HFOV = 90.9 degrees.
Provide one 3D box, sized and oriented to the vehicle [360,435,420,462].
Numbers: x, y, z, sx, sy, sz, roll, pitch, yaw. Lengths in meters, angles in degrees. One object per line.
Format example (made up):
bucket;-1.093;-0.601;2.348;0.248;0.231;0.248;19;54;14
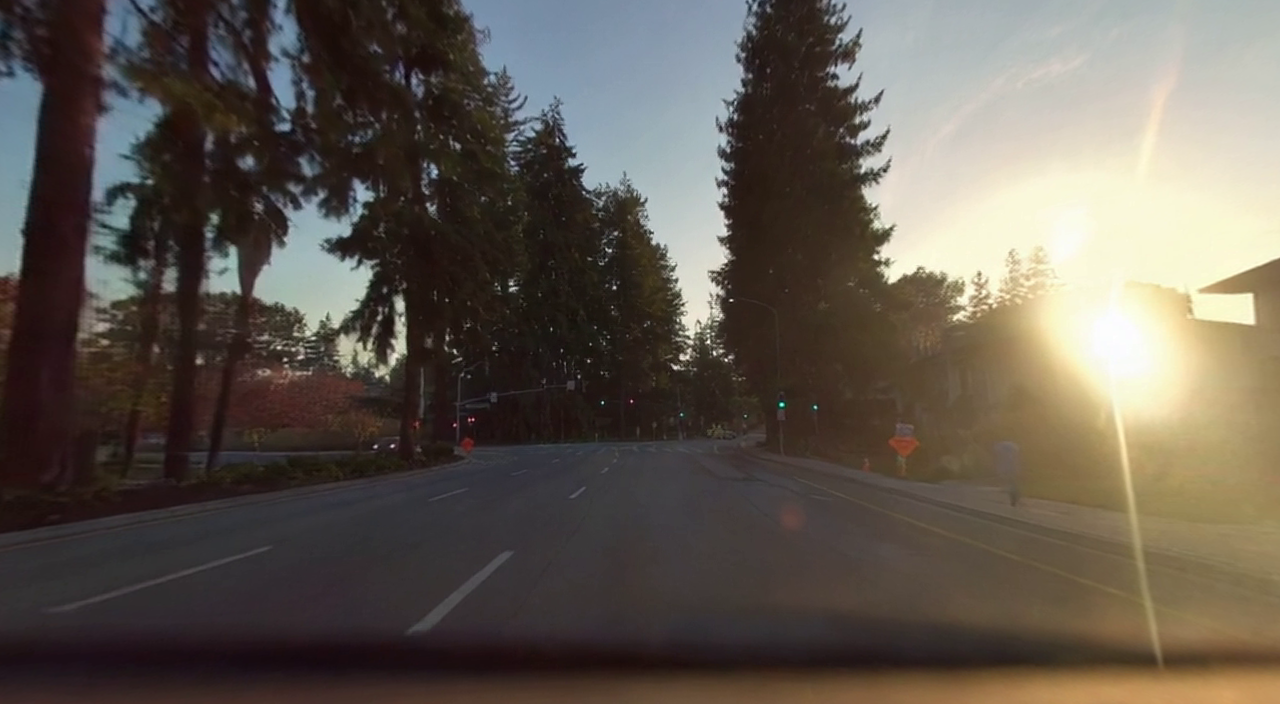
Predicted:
vehicle;-16.671;6.430;42.263;2.006;1.694;4.351;-1;-8;4
